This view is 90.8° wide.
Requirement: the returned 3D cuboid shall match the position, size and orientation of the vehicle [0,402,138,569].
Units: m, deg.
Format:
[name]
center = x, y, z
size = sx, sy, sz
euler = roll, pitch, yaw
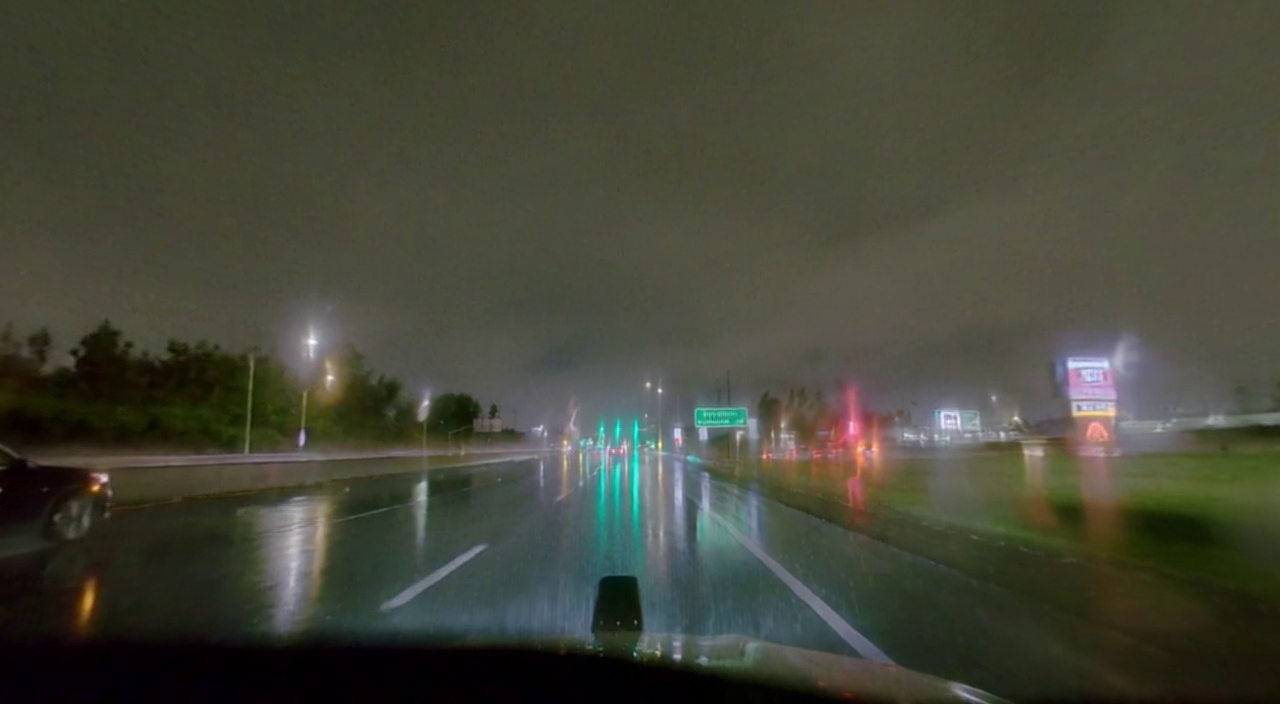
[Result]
[vehicle]
center = -8.128, 1.375, 6.334
size = 2.231, 1.807, 4.758
euler = 0, -8, 0
